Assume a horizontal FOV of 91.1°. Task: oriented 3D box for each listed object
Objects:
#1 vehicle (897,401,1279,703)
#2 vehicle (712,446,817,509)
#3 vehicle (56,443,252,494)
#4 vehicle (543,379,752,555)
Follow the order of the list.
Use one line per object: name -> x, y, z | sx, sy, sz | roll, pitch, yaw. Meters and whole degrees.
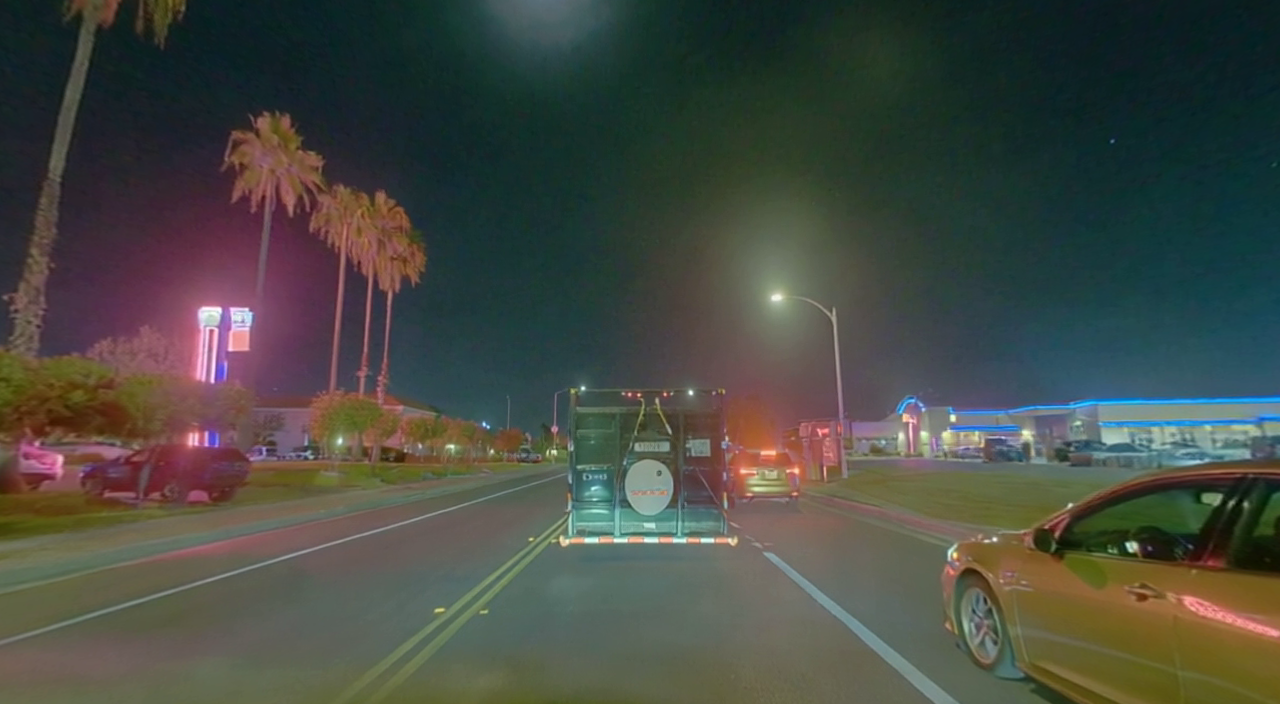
vehicle -> 3.072, 0.964, 2.253 | 2.171, 1.520, 4.853 | 0, -8, -1
vehicle -> 3.239, 3.336, 17.208 | 2.010, 1.499, 4.107 | 0, -8, 0
vehicle -> -15.086, 3.612, 19.690 | 4.490, 1.500, 1.875 | 0, -9, -2
vehicle -> 0.127, 1.993, 11.592 | 2.728, 2.305, 6.506 | 0, -8, 1
